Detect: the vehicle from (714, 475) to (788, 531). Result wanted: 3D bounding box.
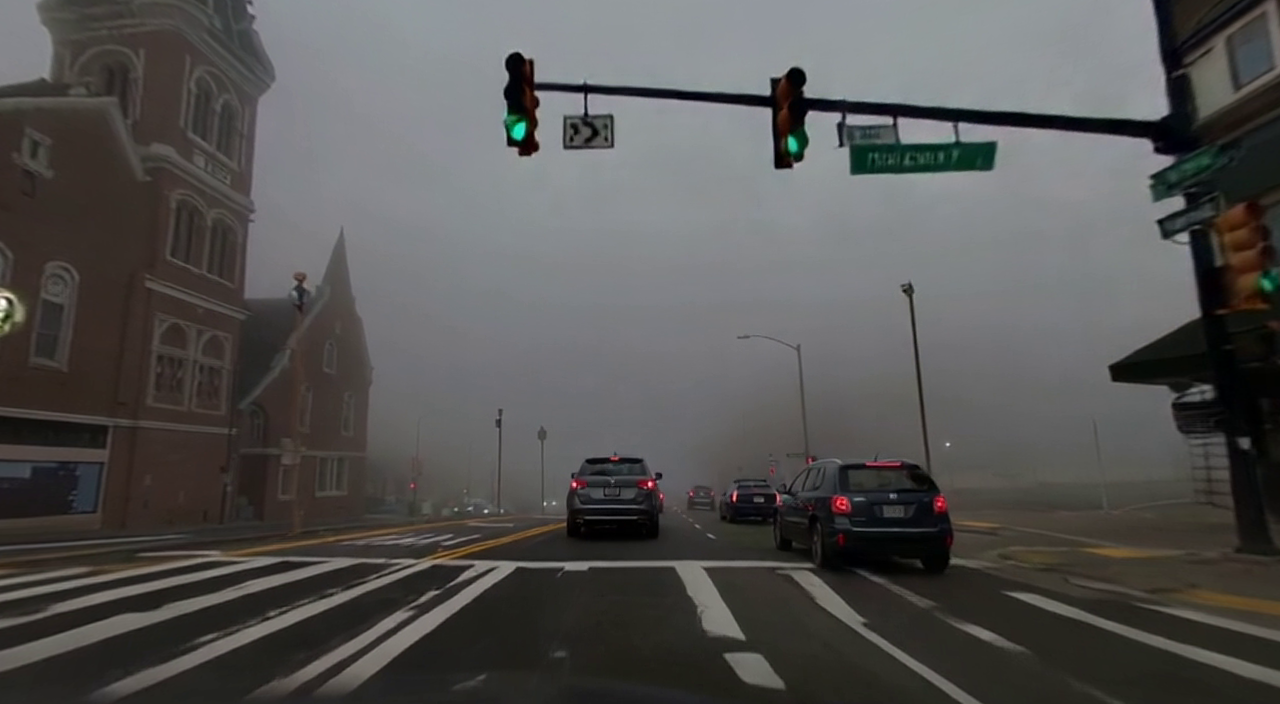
[{"bbox_3d":[3.663,5.058,21.548,1.890,1.491,4.166,0,-8,2],"label":"vehicle"}]

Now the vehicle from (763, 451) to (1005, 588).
[{"bbox_3d":[3.195,2.255,9.434,1.883,1.472,4.471,0,-8,1],"label":"vehicle"}]

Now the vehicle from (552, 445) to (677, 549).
[{"bbox_3d":[-0.444,2.830,13.087,2.168,1.776,4.135,0,-8,0],"label":"vehicle"}]
